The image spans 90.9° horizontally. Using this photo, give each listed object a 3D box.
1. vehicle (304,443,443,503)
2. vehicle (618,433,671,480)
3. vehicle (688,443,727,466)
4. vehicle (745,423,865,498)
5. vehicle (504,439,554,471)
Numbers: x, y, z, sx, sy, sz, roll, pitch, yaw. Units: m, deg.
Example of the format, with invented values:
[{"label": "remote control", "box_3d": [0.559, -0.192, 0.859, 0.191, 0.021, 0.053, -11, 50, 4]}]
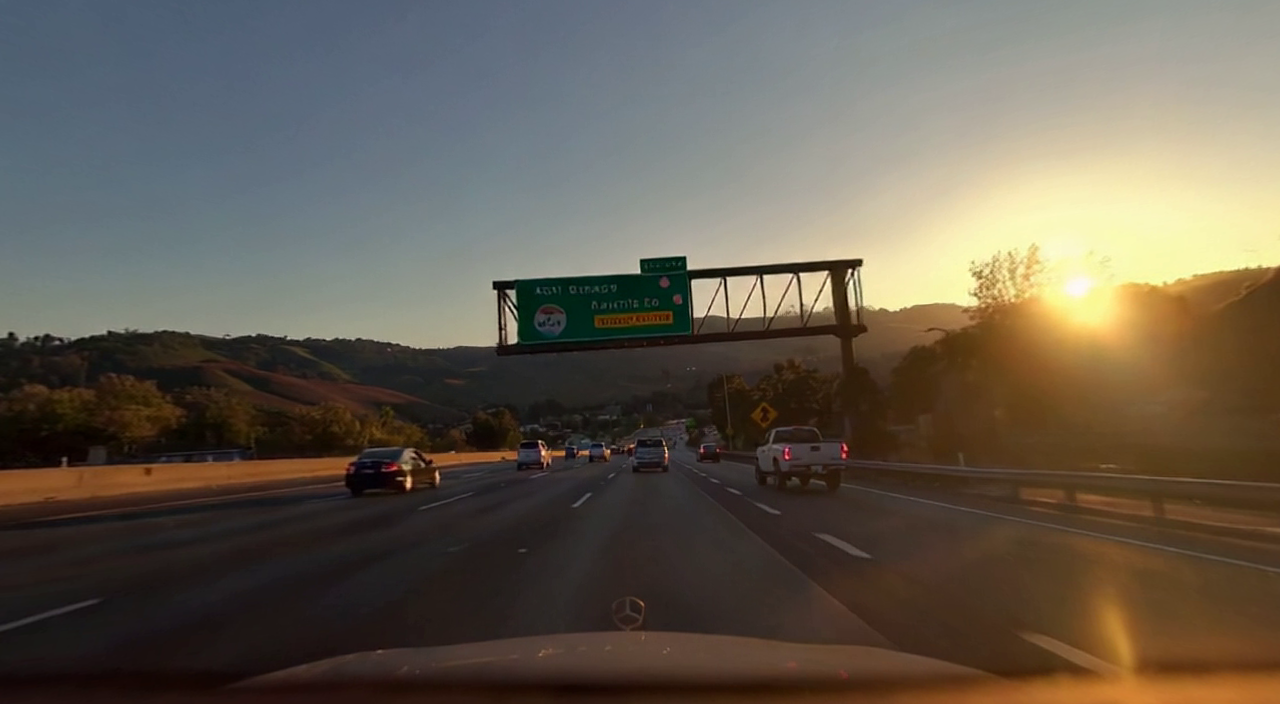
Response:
[{"label": "vehicle", "box_3d": [-7.502, 3.416, 18.388, 1.916, 1.482, 4.908, 0, -8, 0]}, {"label": "vehicle", "box_3d": [0.159, 4.366, 26.579, 2.052, 1.808, 3.898, 0, -8, -1]}, {"label": "vehicle", "box_3d": [4.450, 6.856, 42.282, 1.998, 1.456, 4.338, 0, -8, -2]}, {"label": "vehicle", "box_3d": [4.511, 3.049, 18.119, 2.029, 1.859, 4.669, 0, -8, -2]}, {"label": "vehicle", "box_3d": [-6.735, 6.304, 38.894, 2.160, 1.799, 5.001, 0, -8, 0]}]
